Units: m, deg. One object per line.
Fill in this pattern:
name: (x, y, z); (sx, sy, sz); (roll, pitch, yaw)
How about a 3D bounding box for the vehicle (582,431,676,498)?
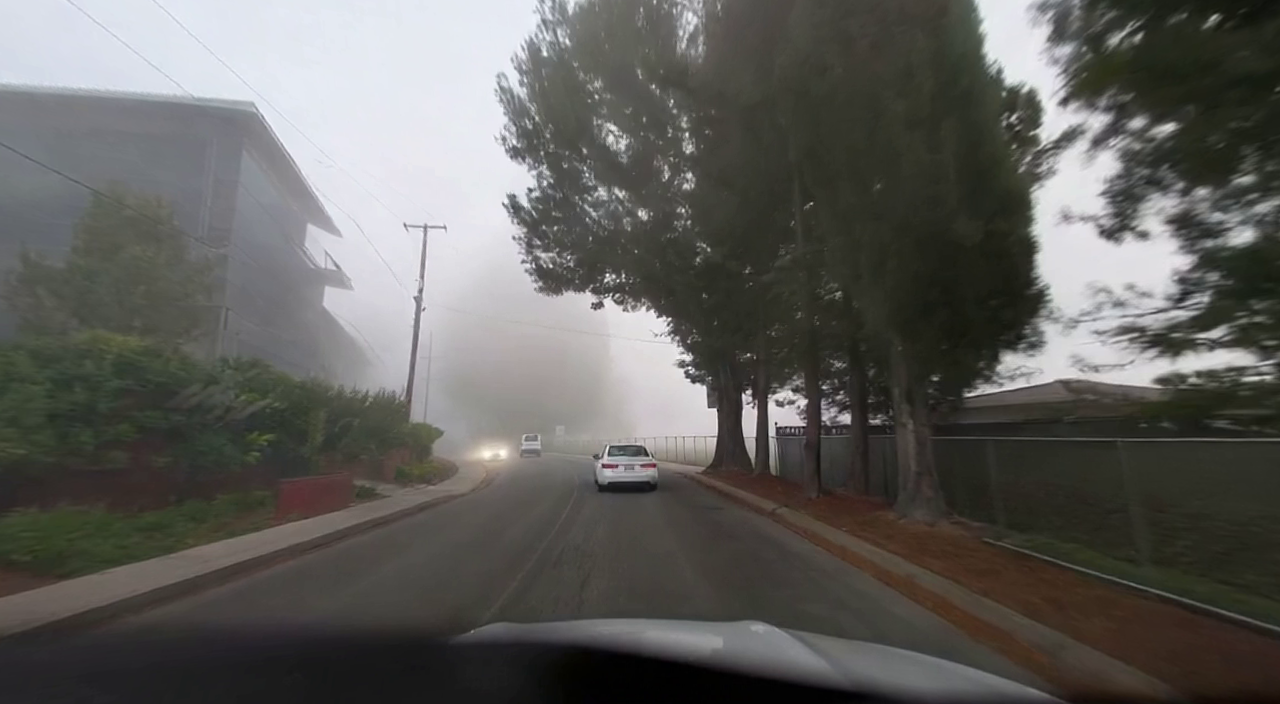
vehicle: (-0.417, 2.829, 16.320); (2.060, 1.487, 3.920); (1, -8, -6)
